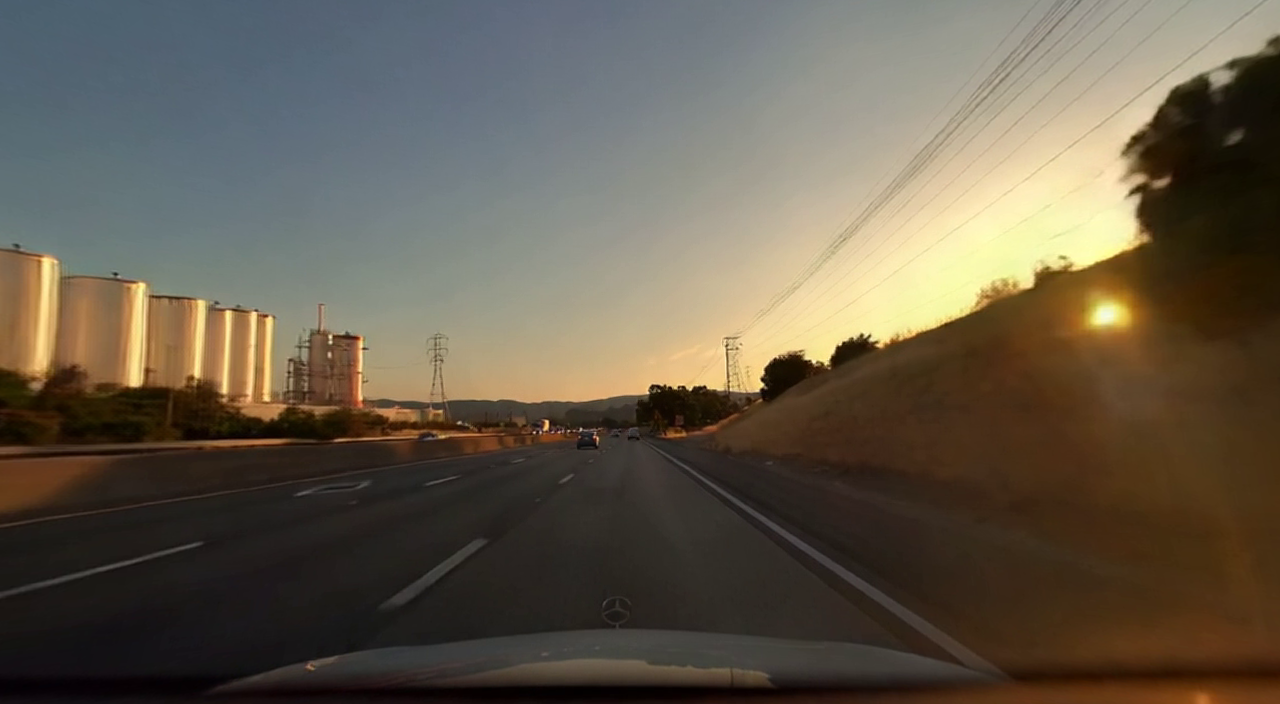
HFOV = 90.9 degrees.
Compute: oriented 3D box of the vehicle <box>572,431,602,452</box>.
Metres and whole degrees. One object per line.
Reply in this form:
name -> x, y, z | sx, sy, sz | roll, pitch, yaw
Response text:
vehicle -> -3.987, 6.770, 47.754 | 1.952, 1.462, 3.969 | 0, -7, -1
